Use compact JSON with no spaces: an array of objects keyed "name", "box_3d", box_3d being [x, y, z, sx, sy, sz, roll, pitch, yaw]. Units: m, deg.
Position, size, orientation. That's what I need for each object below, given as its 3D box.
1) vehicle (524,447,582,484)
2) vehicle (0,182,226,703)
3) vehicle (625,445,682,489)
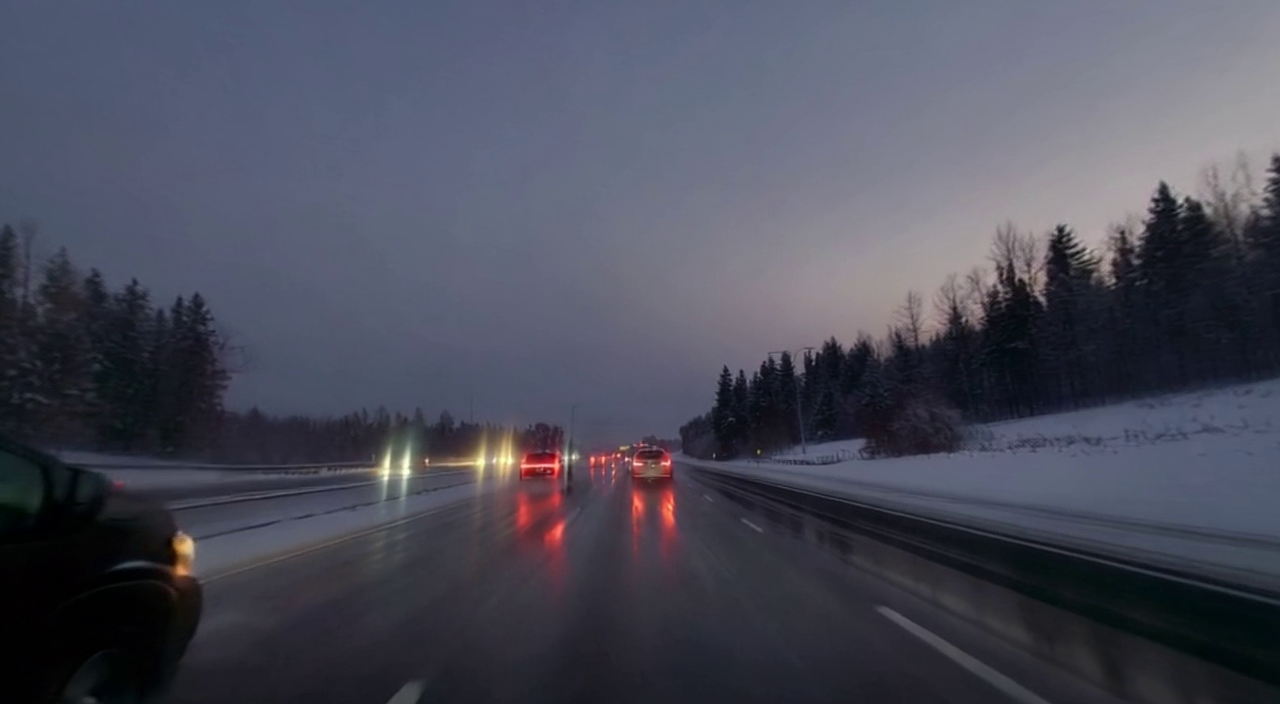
[{"name":"vehicle","box_3d":[-3.769,4.994,27.938,1.940,1.502,4.463,0,-9,1]},{"name":"vehicle","box_3d":[-3.985,0.260,0.995,2.523,2.458,6.022,0,-9,0]},{"name":"vehicle","box_3d":[0.457,4.393,24.249,2.015,1.526,4.286,0,-9,-1]}]
